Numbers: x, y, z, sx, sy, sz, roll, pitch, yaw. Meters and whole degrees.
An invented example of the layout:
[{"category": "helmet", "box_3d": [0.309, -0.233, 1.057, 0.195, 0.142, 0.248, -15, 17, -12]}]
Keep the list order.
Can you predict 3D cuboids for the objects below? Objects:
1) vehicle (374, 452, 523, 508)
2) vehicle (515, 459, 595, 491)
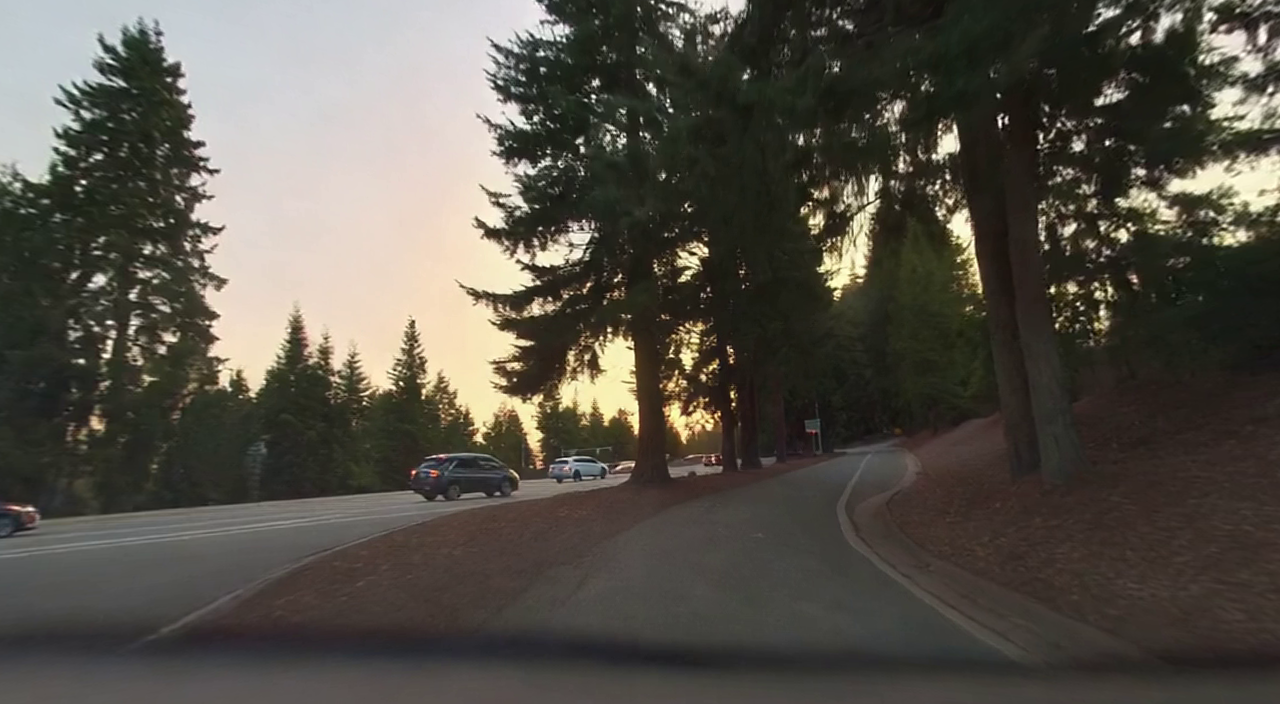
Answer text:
[{"category": "vehicle", "box_3d": [-6.629, 4.435, 22.520, 2.049, 1.699, 4.860, -6, -10, 32]}, {"category": "vehicle", "box_3d": [-4.442, 6.538, 33.872, 1.829, 1.470, 4.460, -6, -10, 31]}]
